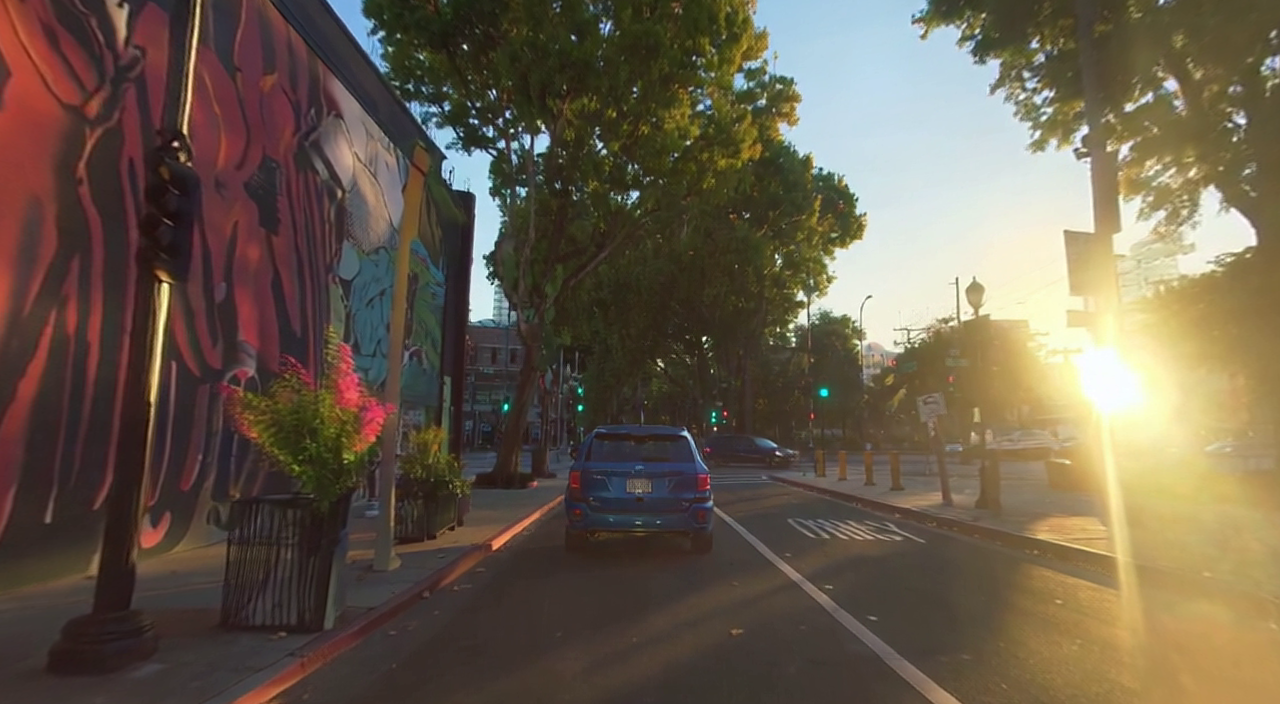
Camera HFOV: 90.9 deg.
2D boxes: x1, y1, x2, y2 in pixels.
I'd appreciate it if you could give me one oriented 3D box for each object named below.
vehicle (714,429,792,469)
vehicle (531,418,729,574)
[{"bbox_3d":[6.531,5.509,35.784,2.448,2.063,5.513,-5,-10,31],"label":"vehicle"},{"bbox_3d":[-0.121,1.806,8.658,2.079,1.621,3.861,0,-8,0],"label":"vehicle"}]
